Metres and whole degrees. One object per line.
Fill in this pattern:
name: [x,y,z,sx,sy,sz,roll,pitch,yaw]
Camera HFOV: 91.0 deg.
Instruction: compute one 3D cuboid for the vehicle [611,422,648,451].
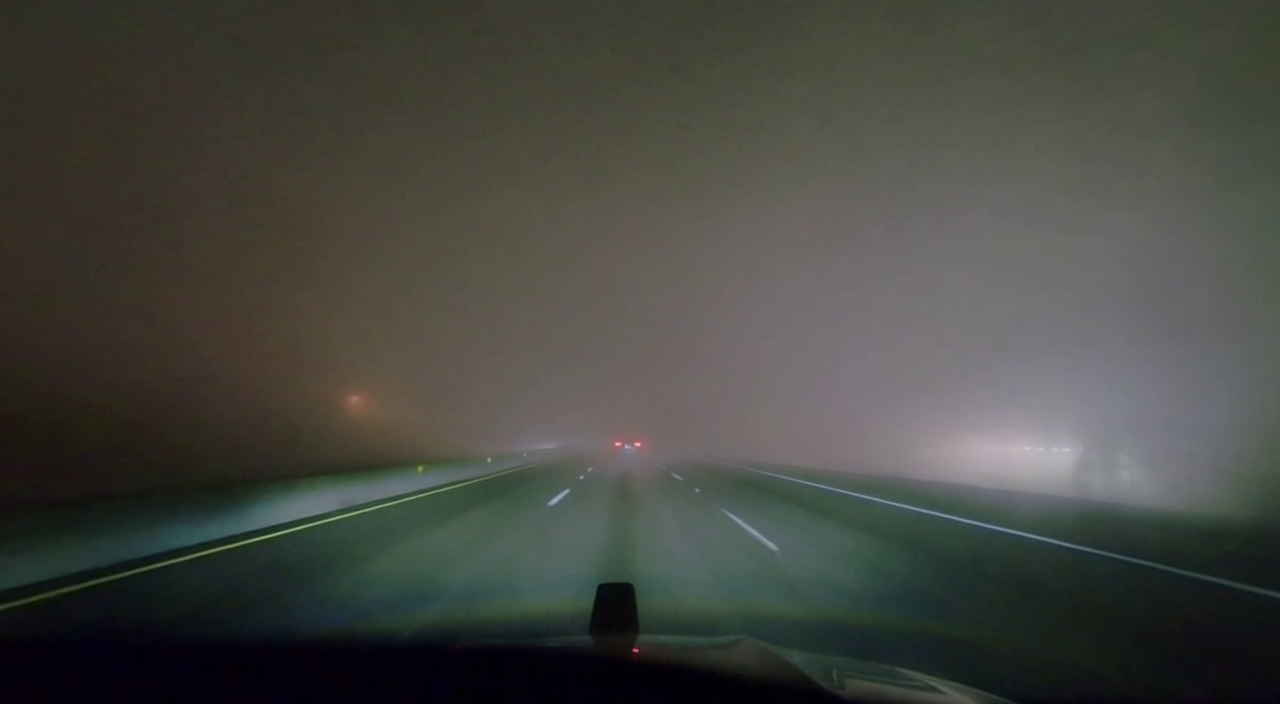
vehicle: [-0.737,5.314,39.345,2.157,1.647,4.524,0,-8,-3]
